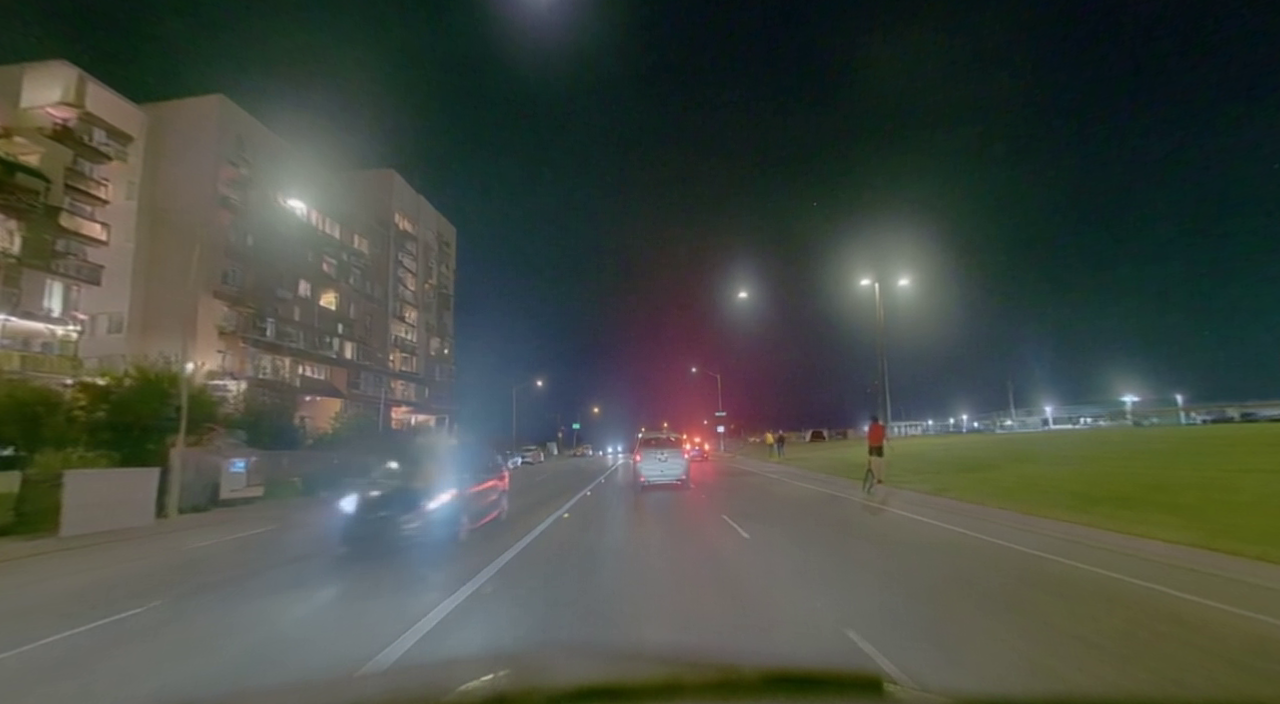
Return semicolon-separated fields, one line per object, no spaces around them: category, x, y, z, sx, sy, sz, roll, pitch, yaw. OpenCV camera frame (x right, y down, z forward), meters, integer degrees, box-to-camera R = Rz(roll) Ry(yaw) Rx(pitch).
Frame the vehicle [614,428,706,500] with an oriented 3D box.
vehicle;0.457;2.908;16.690;2.132;1.632;3.838;0;-9;0

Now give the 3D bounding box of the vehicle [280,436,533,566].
vehicle;-3.040;2.032;9.372;2.104;1.455;4.199;-1;-9;1
